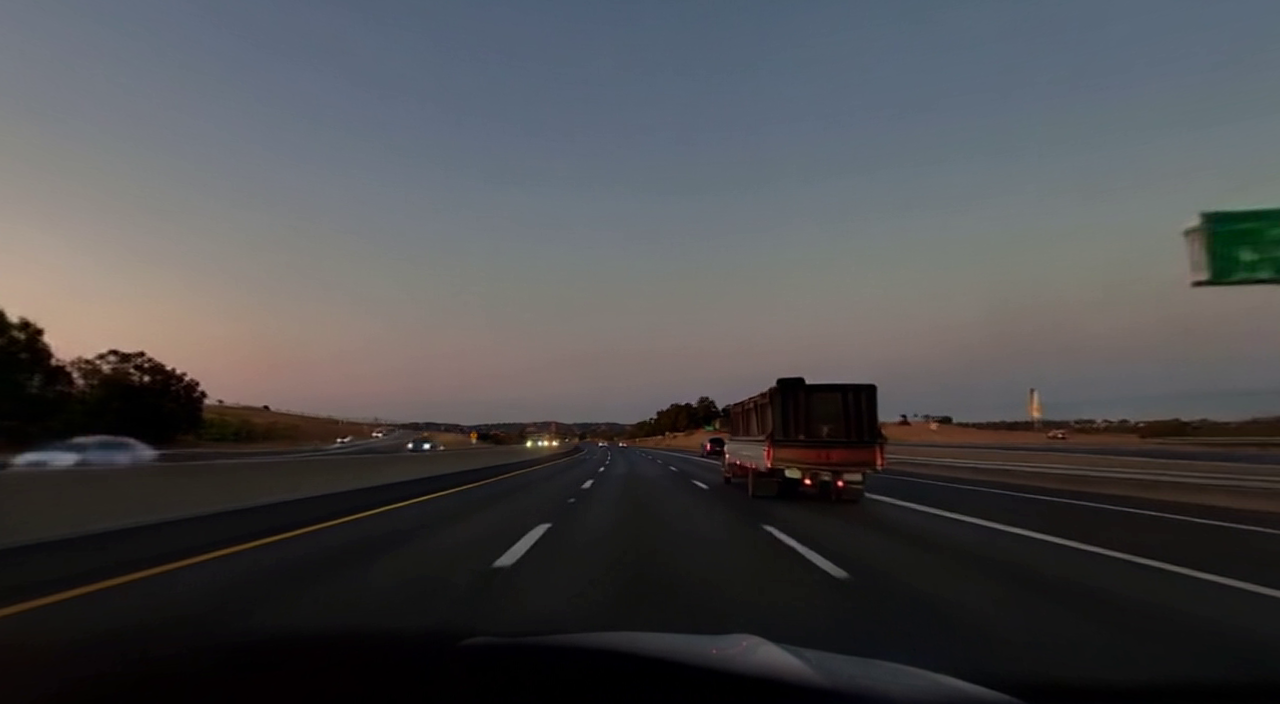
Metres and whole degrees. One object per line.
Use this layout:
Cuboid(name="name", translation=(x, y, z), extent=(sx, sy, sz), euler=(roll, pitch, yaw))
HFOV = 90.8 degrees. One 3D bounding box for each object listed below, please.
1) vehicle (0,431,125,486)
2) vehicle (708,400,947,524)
Cuboid(name="vehicle", translation=(-21.580, 3.779, 22.792), extent=(2.044, 1.751, 4.667), euler=(1, -8, -1))
Cuboid(name="vehicle", translation=(3.577, 2.419, 14.580), extent=(2.981, 2.053, 7.897), euler=(1, -8, -1))
